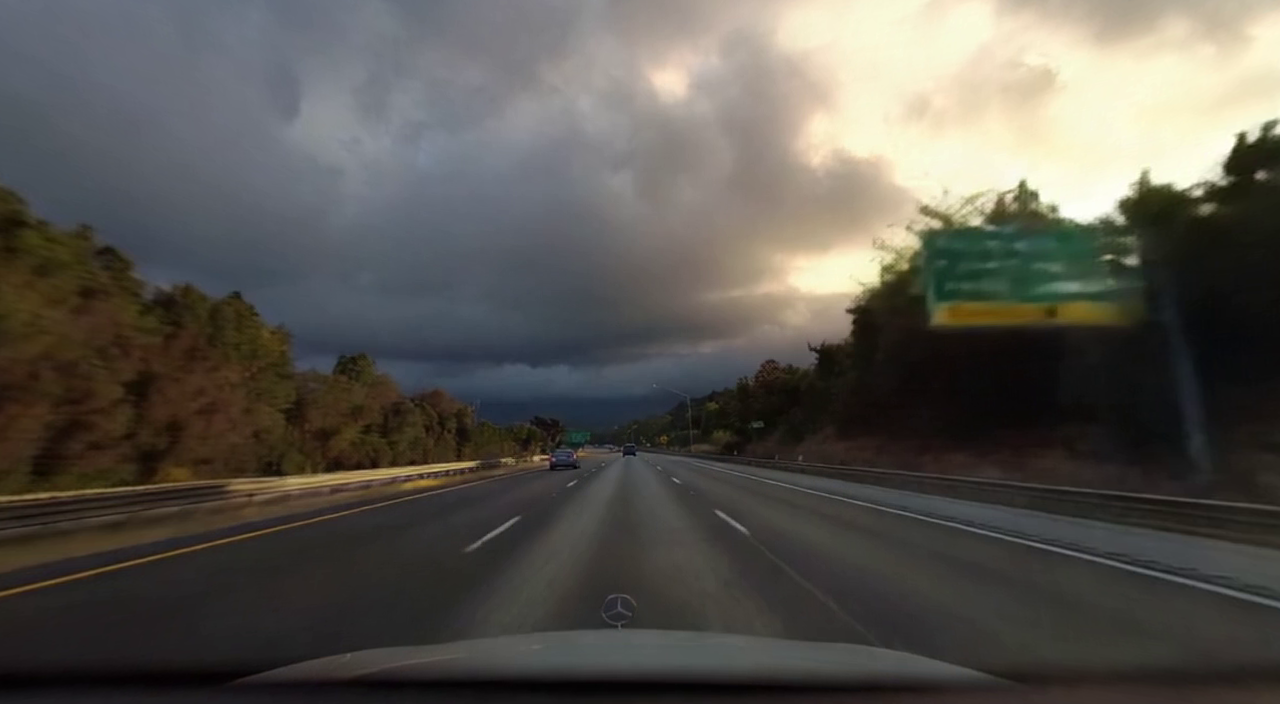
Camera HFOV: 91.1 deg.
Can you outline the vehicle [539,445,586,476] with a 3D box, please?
[{"bbox_3d":[-4.004,5.659,33.029,1.970,1.492,3.944,0,-9,0],"label":"vehicle"}]
